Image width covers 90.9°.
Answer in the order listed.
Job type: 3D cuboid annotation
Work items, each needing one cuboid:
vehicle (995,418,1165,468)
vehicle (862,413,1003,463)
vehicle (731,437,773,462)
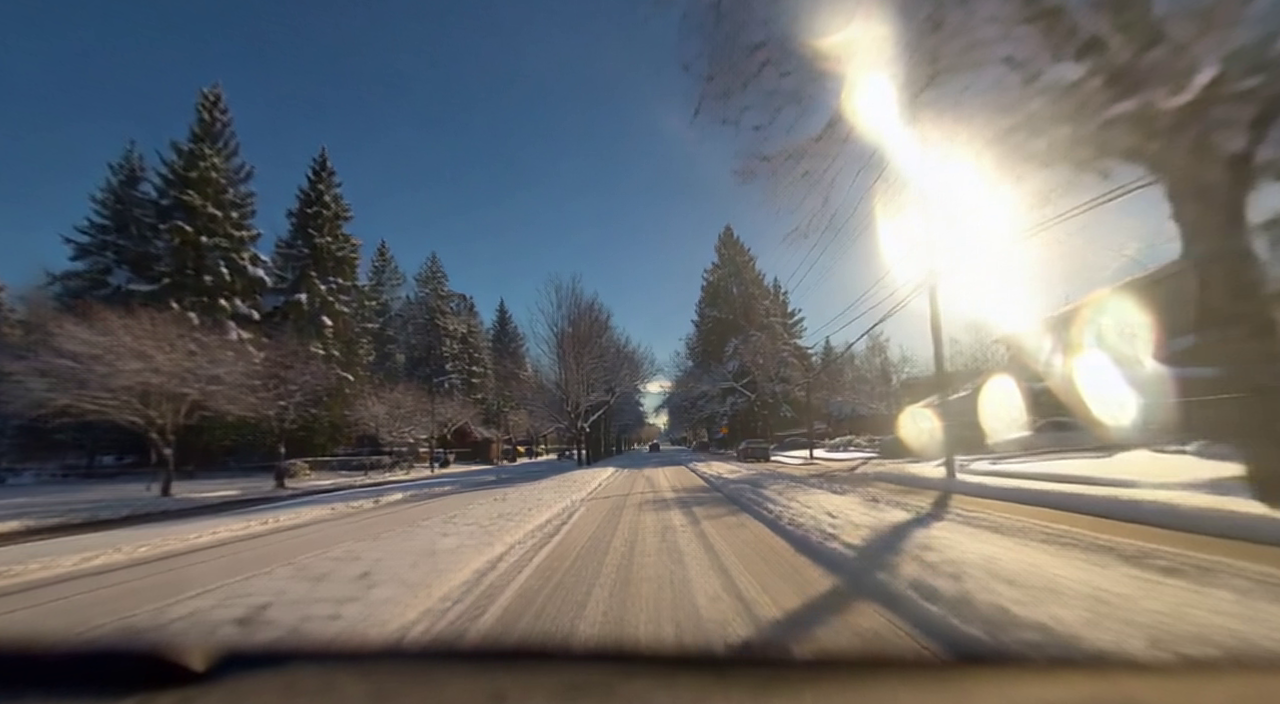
[{"bbox_3d":[15.027,3.141,21.709,4.455,1.588,1.858,0,-9,-2],"label":"vehicle"},{"bbox_3d":[14.726,4.375,32.095,5.886,2.000,2.372,-5,-9,5],"label":"vehicle"},{"bbox_3d":[8.391,7.383,47.692,2.200,1.783,4.682,-1,-9,-1],"label":"vehicle"}]
